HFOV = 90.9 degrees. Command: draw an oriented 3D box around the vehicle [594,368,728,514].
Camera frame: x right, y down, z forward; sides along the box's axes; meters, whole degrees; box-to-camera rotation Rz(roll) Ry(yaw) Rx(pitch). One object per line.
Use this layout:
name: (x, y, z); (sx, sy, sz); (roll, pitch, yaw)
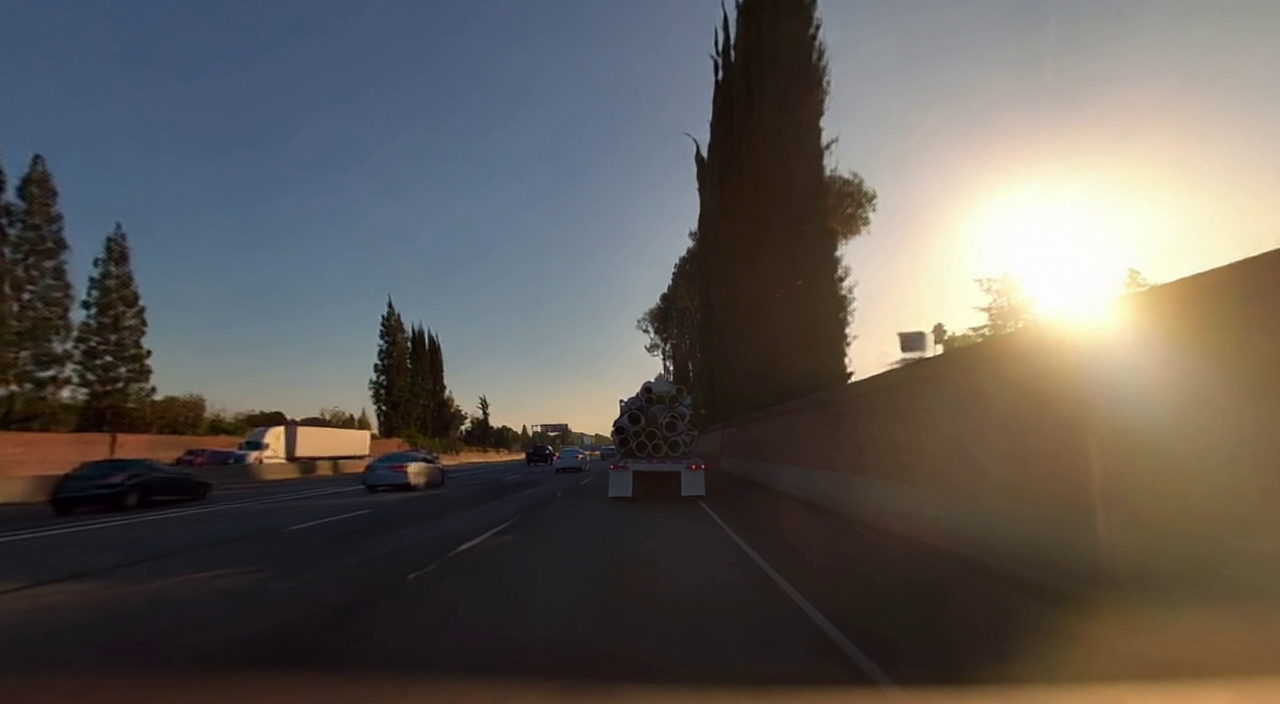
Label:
vehicle: (0.434, 2.476, 17.533); (2.798, 3.071, 8.412); (0, -8, 0)

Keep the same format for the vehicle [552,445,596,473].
vehicle: (-3.681, 6.068, 36.036); (1.974, 1.475, 4.538); (0, -8, 1)

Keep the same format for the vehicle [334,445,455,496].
vehicle: (-7.857, 3.812, 20.734); (2.006, 1.458, 4.700); (0, -8, 1)

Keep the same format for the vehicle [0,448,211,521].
vehicle: (-12.981, 3.080, 15.299); (1.908, 1.473, 4.552); (0, -8, 0)

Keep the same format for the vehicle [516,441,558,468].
vehicle: (-7.462, 7.458, 46.061); (2.164, 1.874, 5.004); (0, -8, 1)
